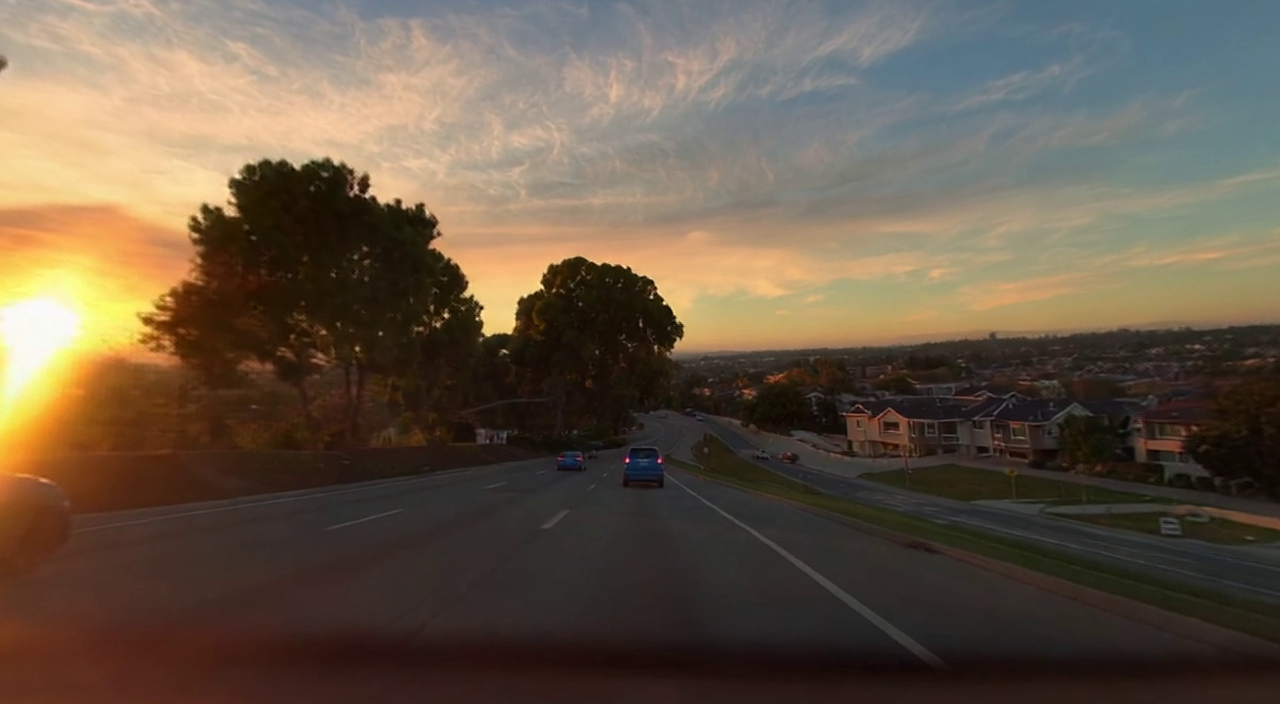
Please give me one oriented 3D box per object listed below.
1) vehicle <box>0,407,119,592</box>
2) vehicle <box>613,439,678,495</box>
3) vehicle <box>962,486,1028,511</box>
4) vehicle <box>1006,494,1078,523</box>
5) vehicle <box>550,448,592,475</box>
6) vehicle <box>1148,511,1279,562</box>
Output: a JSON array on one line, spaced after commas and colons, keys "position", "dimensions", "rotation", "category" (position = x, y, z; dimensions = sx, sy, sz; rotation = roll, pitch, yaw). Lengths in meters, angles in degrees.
[{"position": [-6.794, 1.128, 4.350], "dimensions": [1.997, 1.650, 5.090], "rotation": [0, -9, 1], "category": "vehicle"}, {"position": [0.188, 4.111, 22.971], "dimensions": [2.125, 1.830, 4.370], "rotation": [0, -9, 1], "category": "vehicle"}, {"position": [27.886, 11.540, 49.817], "dimensions": [1.874, 1.577, 4.877], "rotation": [2, -9, -8], "category": "vehicle"}, {"position": [28.525, 11.104, 44.996], "dimensions": [1.845, 1.533, 4.455], "rotation": [1, -9, -5], "category": "vehicle"}, {"position": [-4.231, 6.774, 39.307], "dimensions": [2.123, 1.592, 4.505], "rotation": [0, -9, 0], "category": "vehicle"}, {"position": [29.863, 9.535, 32.976], "dimensions": [2.067, 1.926, 5.010], "rotation": [1, -9, -7], "category": "vehicle"}]
